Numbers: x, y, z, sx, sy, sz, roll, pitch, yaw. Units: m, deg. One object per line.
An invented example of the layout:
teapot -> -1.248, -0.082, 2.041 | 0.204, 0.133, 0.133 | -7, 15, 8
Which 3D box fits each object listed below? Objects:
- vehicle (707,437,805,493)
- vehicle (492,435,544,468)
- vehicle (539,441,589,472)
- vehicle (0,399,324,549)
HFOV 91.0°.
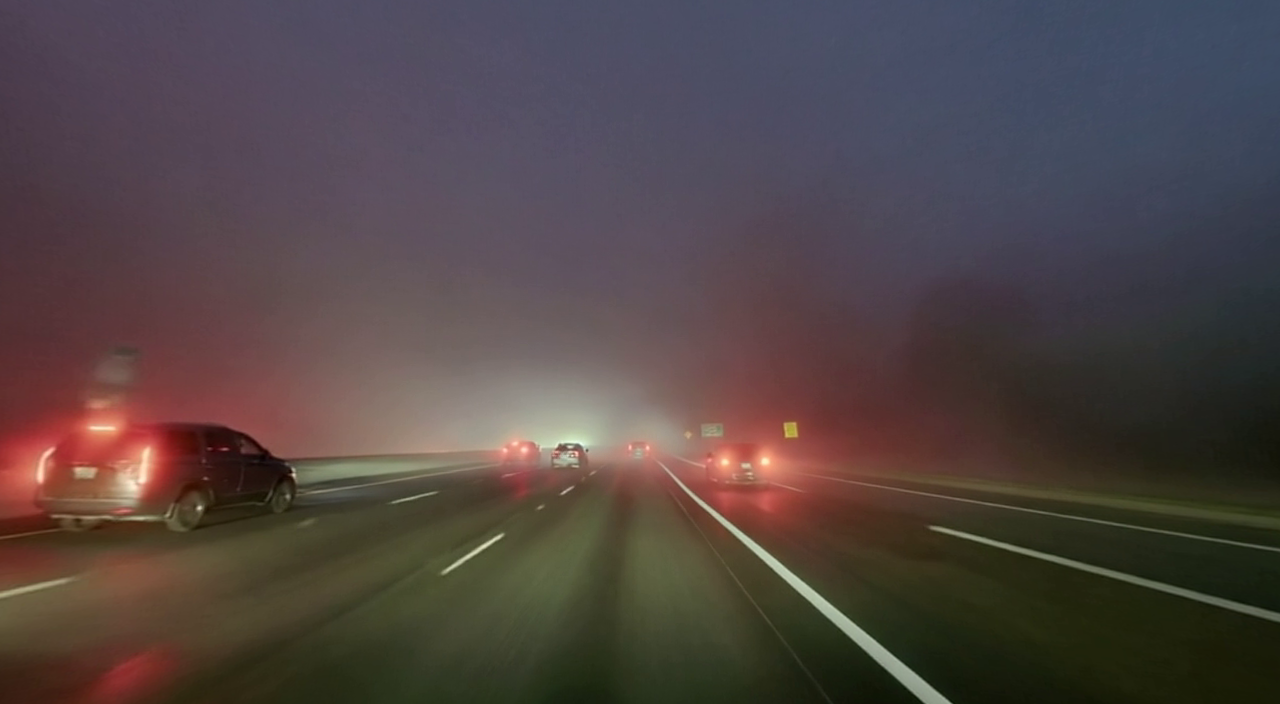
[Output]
vehicle -> 3.438, 3.458, 19.621 | 2.141, 1.507, 4.510 | 0, -9, -1
vehicle -> -7.109, 5.831, 37.110 | 2.111, 1.811, 4.391 | 0, -9, 1
vehicle -> -3.873, 5.413, 32.727 | 2.071, 1.478, 4.130 | 0, -9, 0
vehicle -> -7.365, 1.858, 10.144 | 2.142, 1.849, 4.566 | 0, -9, 0
